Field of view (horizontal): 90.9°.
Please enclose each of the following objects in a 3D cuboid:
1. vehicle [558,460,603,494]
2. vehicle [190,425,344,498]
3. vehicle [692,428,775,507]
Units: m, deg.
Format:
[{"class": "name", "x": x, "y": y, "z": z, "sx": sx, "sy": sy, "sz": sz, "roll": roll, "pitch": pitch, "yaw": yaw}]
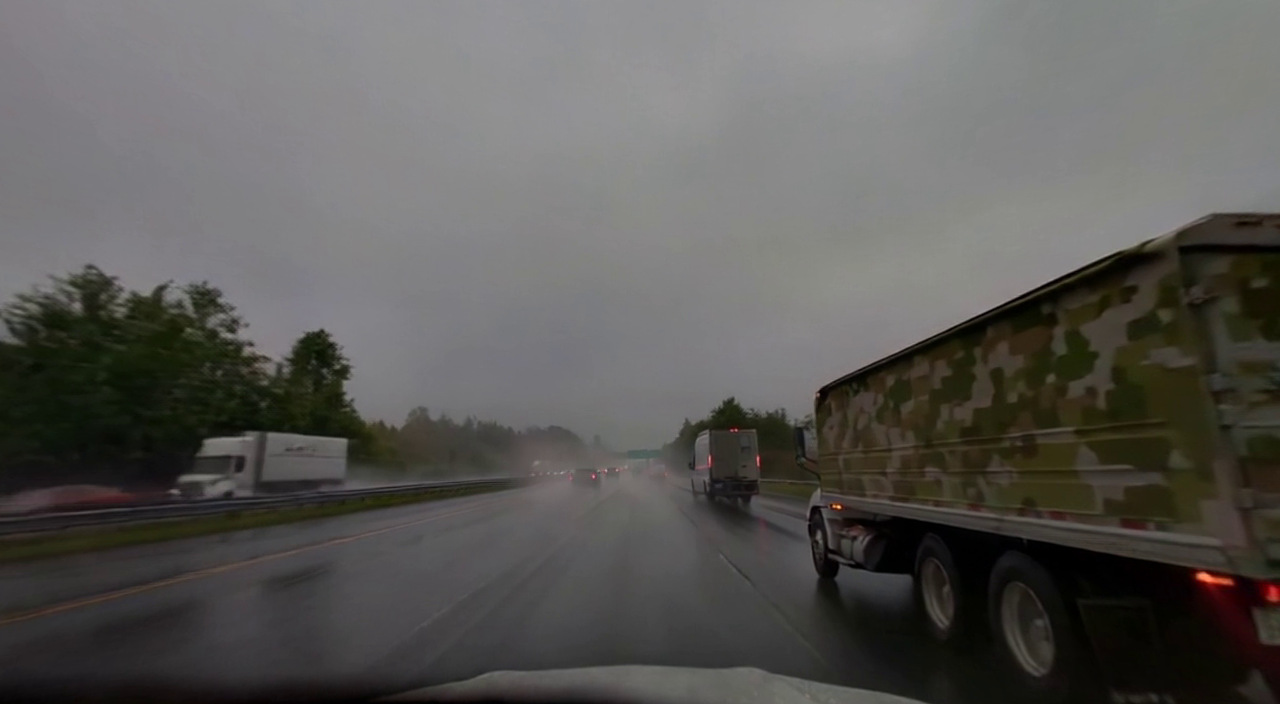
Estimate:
[{"class": "vehicle", "x": -3.511, "y": 7.519, "z": 37.991, "sx": 2.204, "sy": 1.852, "sz": 4.661, "roll": 1, "pitch": -11, "yaw": 0}, {"class": "vehicle", "x": -19.545, "y": 5.947, "z": 33.901, "sx": 2.866, "sy": 3.364, "sz": 8.471, "roll": 1, "pitch": -11, "yaw": 1}, {"class": "vehicle", "x": 3.855, "y": 4.976, "z": 27.192, "sx": 2.703, "sy": 2.988, "sz": 5.097, "roll": 1, "pitch": -11, "yaw": -1}]
